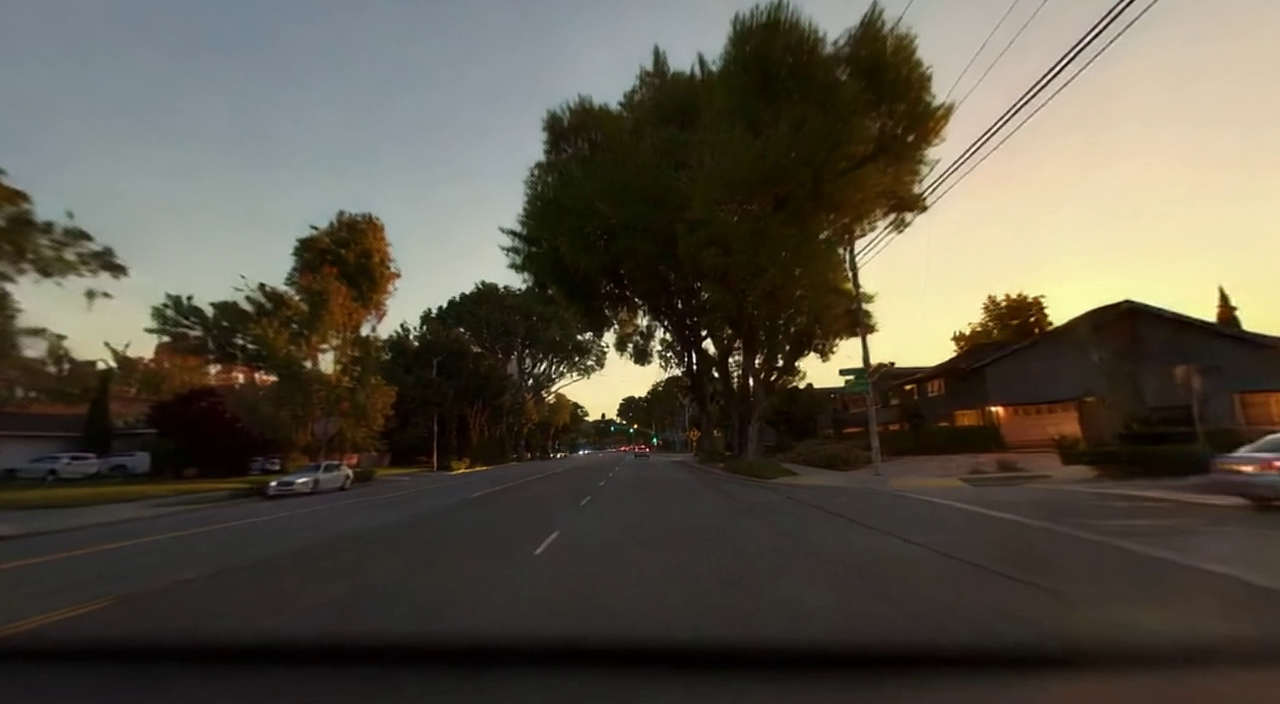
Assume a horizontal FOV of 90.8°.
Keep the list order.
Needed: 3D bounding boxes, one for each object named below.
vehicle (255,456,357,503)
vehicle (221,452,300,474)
[{"bbox_3d":[-13.859,5.277,26.555,1.941,1.501,4.432,-4,-7,0],"label":"vehicle"},{"bbox_3d":[-28.468,8.339,47.545,4.637,1.472,1.944,0,-8,-3],"label":"vehicle"}]
